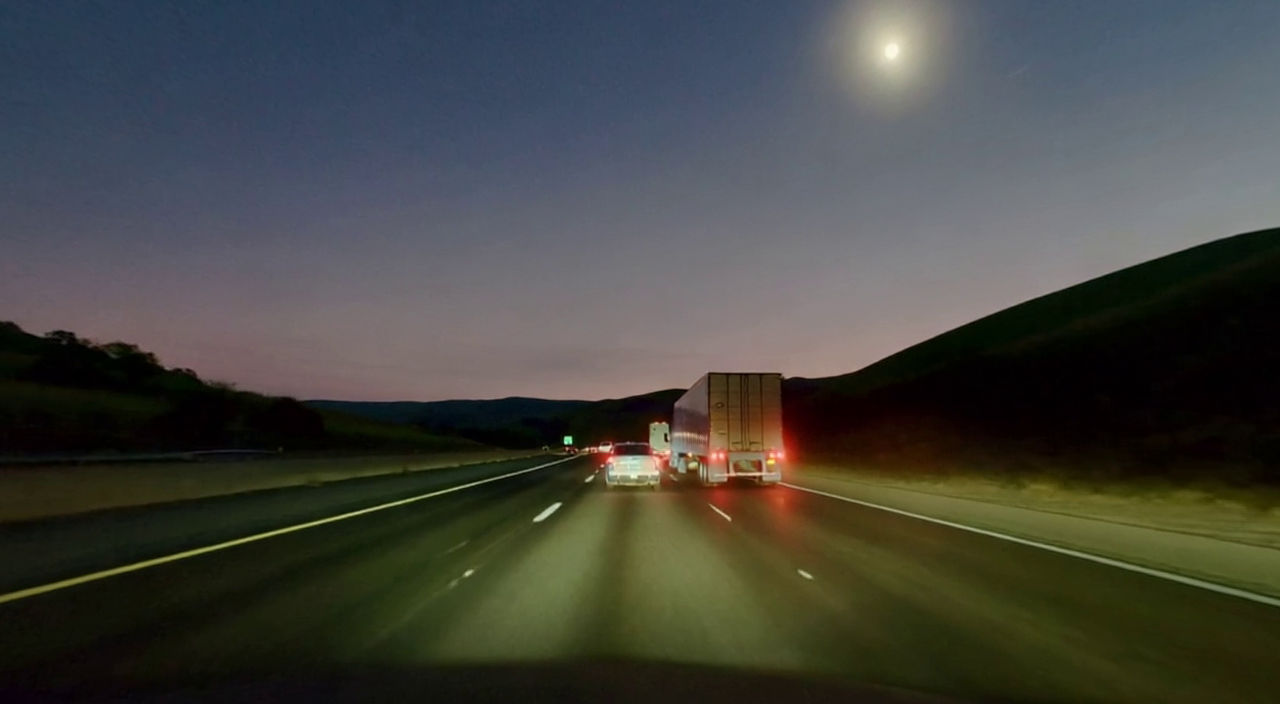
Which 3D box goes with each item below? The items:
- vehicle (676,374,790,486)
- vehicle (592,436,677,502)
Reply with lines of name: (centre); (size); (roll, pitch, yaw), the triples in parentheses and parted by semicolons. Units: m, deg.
vehicle: (3.761, 3.865, 29.884); (2.812, 4.024, 14.098); (0, -9, -2)
vehicle: (-0.165, 3.214, 17.702); (2.109, 1.639, 3.768); (0, -9, -1)
